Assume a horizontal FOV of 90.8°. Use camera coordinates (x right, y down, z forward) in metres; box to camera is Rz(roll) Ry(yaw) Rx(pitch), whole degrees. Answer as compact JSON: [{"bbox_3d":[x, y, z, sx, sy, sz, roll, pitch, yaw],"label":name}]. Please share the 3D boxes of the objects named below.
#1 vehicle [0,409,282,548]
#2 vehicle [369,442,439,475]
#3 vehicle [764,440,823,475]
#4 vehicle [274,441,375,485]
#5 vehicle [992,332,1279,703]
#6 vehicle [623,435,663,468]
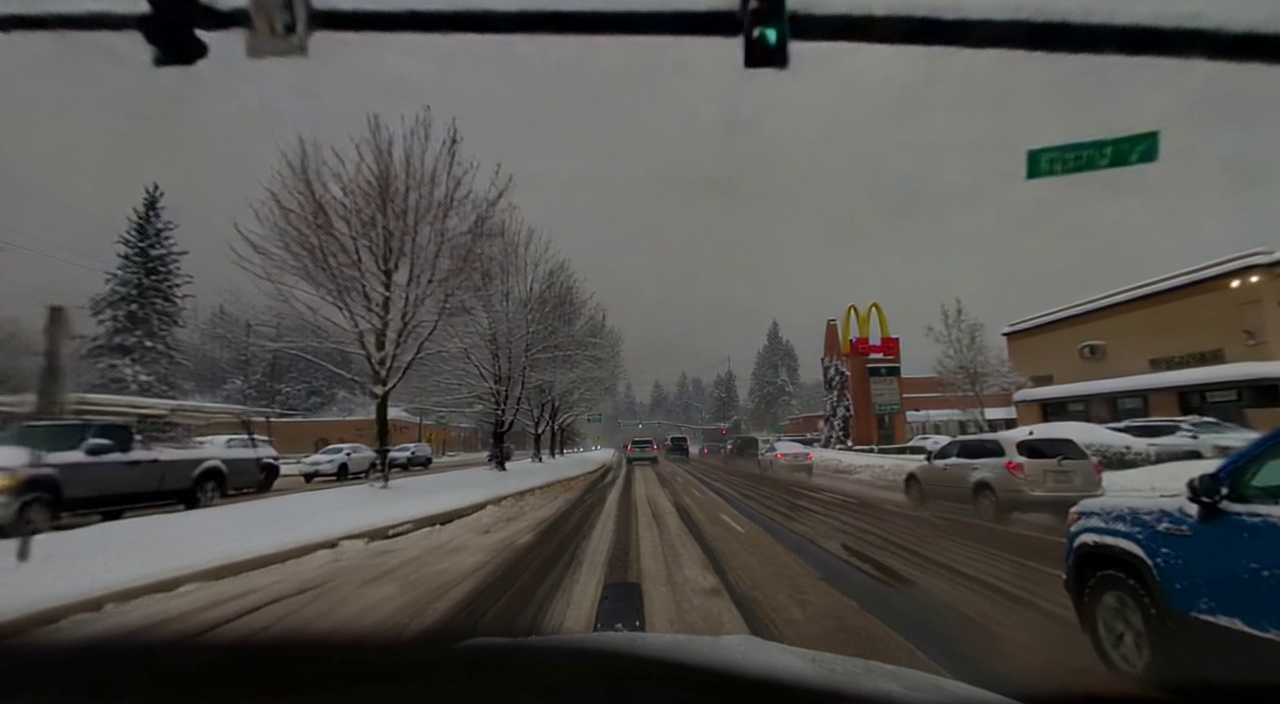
[{"bbox_3d":[-10.465,2.293,12.302,2.909,1.956,6.908,0,-8,1],"label":"vehicle"},{"bbox_3d":[-14.046,6.334,37.975,2.159,1.836,5.038,0,-8,1],"label":"vehicle"},{"bbox_3d":[7.209,4.990,30.054,1.879,1.517,4.006,0,-8,1],"label":"vehicle"},{"bbox_3d":[-14.455,5.089,29.331,2.242,1.836,4.811,0,-8,-1],"label":"vehicle"},{"bbox_3d":[3.459,0.741,2.054,2.076,1.716,4.416,0,-8,0],"label":"vehicle"},{"bbox_3d":[0.157,6.246,39.696,2.402,1.938,4.535,0,-8,-1],"label":"vehicle"}]
